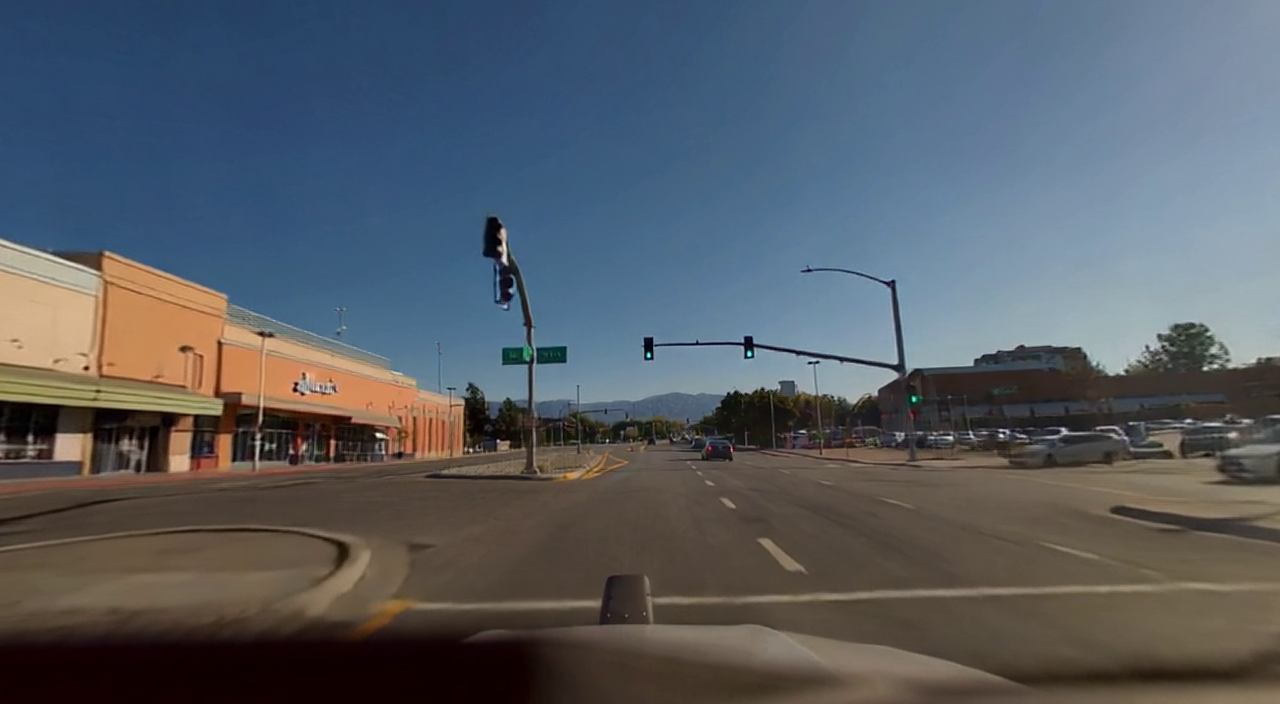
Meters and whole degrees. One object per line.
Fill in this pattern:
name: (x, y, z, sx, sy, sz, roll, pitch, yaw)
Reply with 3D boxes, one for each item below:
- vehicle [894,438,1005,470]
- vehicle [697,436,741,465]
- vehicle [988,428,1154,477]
vehicle: (14.897, 4.911, 30.418, 4.581, 1.434, 1.893, -5, -10, 31)
vehicle: (4.518, 5.696, 36.583, 2.038, 1.528, 4.259, 0, -8, 1)
vehicle: (15.772, 3.707, 23.345, 4.491, 1.702, 2.094, -1, -8, 9)
